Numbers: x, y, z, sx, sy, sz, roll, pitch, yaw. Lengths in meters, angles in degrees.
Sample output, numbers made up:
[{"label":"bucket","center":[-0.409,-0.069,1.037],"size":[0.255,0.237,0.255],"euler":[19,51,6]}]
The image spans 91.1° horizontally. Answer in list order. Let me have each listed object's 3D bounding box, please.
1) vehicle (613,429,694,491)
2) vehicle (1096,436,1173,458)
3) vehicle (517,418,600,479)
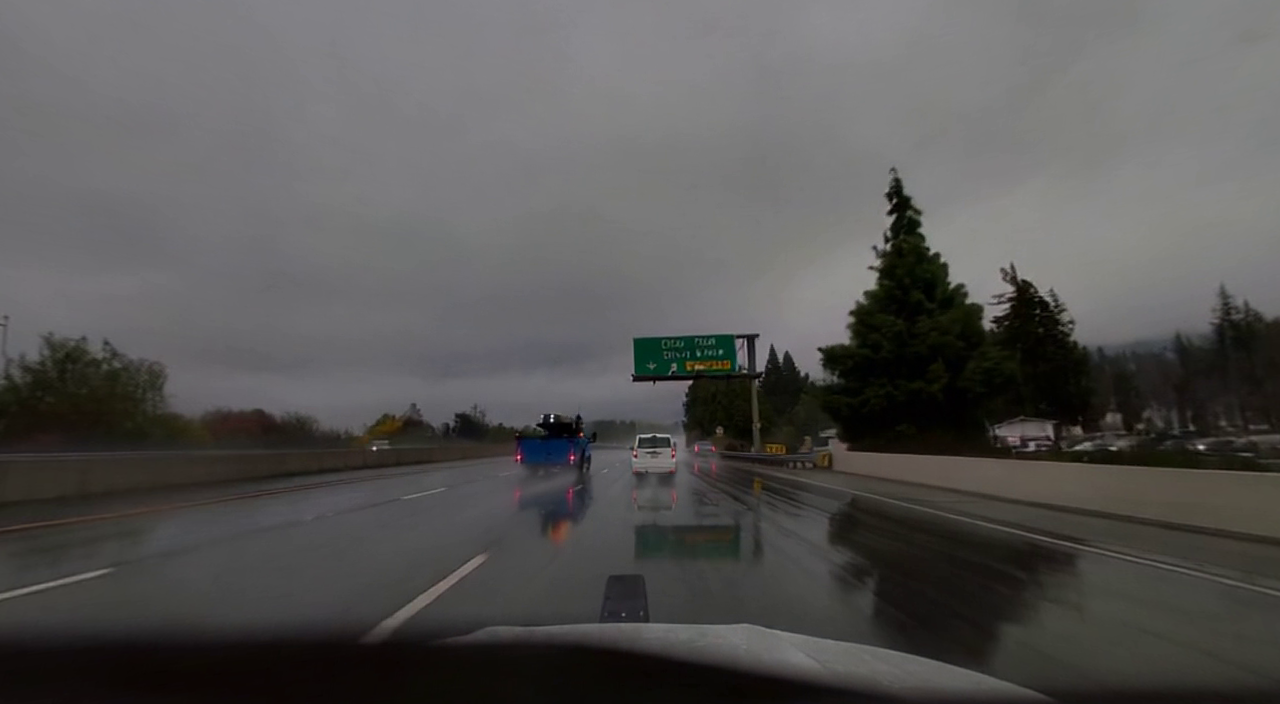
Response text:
[{"label":"vehicle","center":[0.381,3.230,19.186],"size":[2.165,1.653,4.456],"euler":[0,-8,0]},{"label":"vehicle","center":[38.194,7.335,48.619],"size":[1.919,1.563,4.399],"euler":[2,-8,-11]},{"label":"vehicle","center":[-3.094,3.860,25.268],"size":[2.526,2.146,5.594],"euler":[0,-8,0]}]
